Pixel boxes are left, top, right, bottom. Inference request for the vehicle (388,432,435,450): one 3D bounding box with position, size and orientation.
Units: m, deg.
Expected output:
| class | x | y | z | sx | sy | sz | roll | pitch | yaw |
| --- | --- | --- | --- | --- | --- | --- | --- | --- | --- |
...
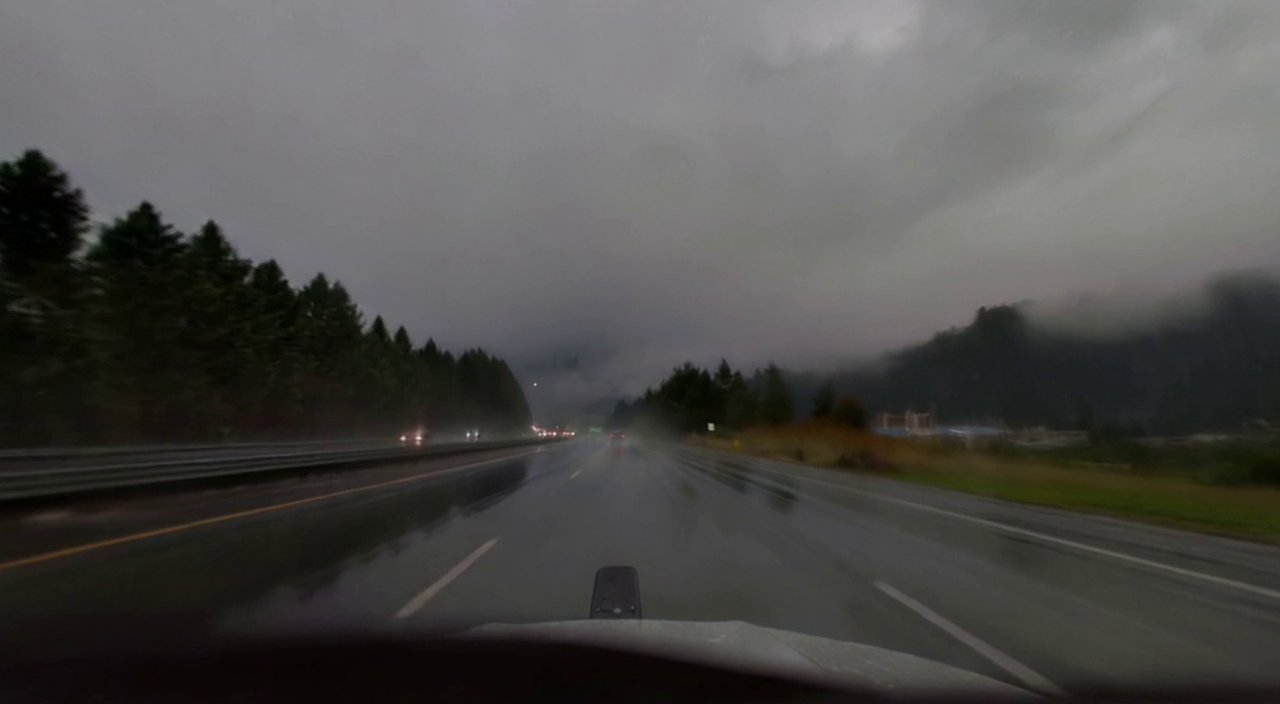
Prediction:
| class | x | y | z | sx | sy | sz | roll | pitch | yaw |
| --- | --- | --- | --- | --- | --- | --- | --- | --- | --- |
| vehicle | -17.749 | 6.938 | 49.150 | 1.957 | 1.378 | 4.740 | 0 | -8 | -1 |
